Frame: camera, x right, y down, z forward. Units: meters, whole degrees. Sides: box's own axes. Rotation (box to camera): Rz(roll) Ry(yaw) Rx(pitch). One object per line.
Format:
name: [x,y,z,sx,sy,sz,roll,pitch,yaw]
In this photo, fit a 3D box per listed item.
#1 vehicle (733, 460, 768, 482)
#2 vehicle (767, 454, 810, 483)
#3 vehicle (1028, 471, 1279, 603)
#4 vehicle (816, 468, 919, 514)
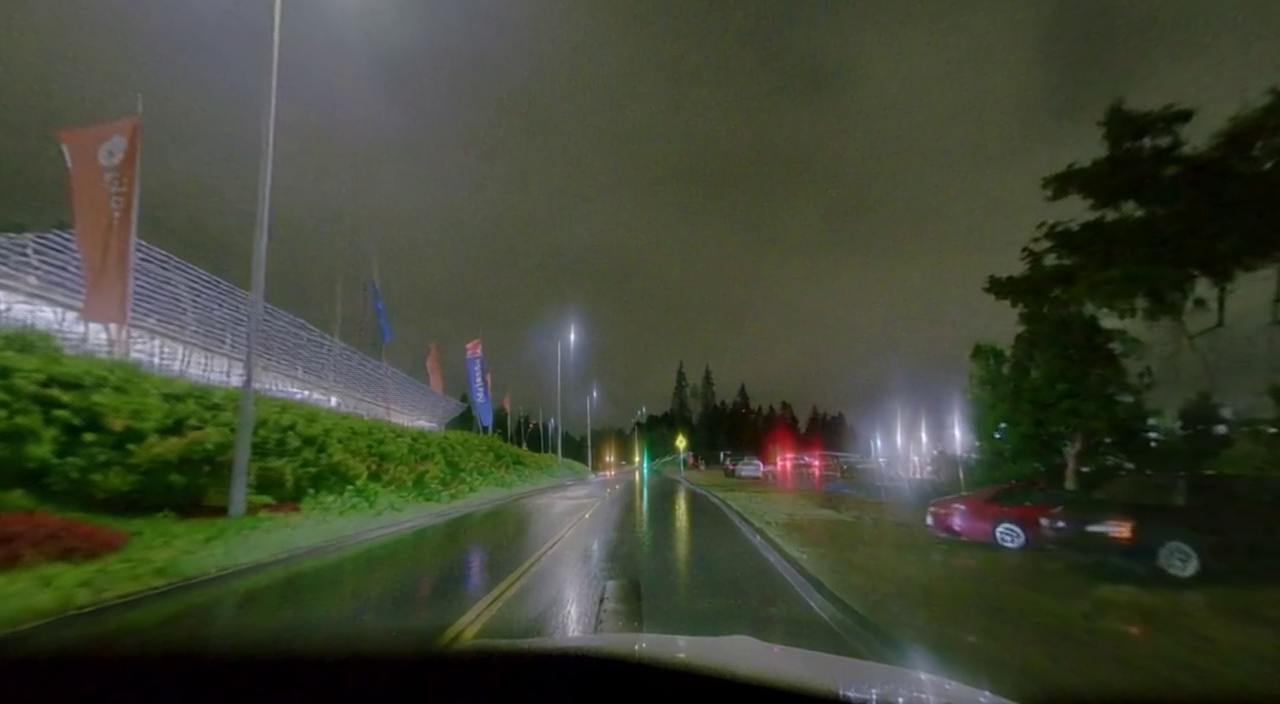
vehicle: [8.152,8.797,46.592,1.909,1.496,4.079,0,-9,1]
vehicle: [10.729,8.414,45.749,2.113,1.945,4.546,0,-9,2]
vehicle: [8.616,2.660,9.361,4.320,1.636,1.887,0,-9,5]
vehicle: [8.270,5.072,23.241,1.981,1.471,3.636,3,-10,-9]
